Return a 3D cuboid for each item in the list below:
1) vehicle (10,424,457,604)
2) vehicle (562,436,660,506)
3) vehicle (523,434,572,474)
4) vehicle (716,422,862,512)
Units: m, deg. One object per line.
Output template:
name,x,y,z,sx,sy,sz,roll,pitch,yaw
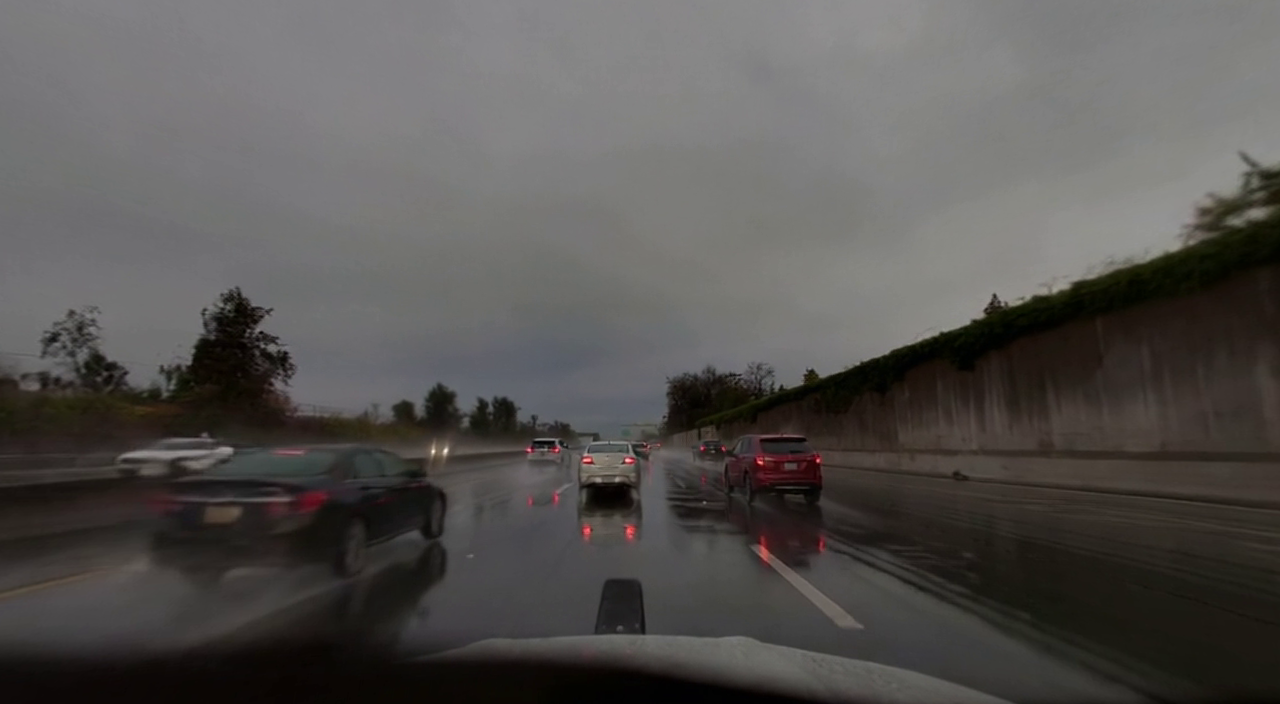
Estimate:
vehicle,-4.242,1.776,8.119,2.214,1.512,5.389,0,-8,-1
vehicle,-0.680,2.864,15.647,2.098,1.475,3.997,0,-8,-2
vehicle,-4.862,5.444,33.869,1.983,1.948,4.822,0,-8,-1
vehicle,3.282,2.658,15.080,2.162,1.800,4.693,0,-8,-2
